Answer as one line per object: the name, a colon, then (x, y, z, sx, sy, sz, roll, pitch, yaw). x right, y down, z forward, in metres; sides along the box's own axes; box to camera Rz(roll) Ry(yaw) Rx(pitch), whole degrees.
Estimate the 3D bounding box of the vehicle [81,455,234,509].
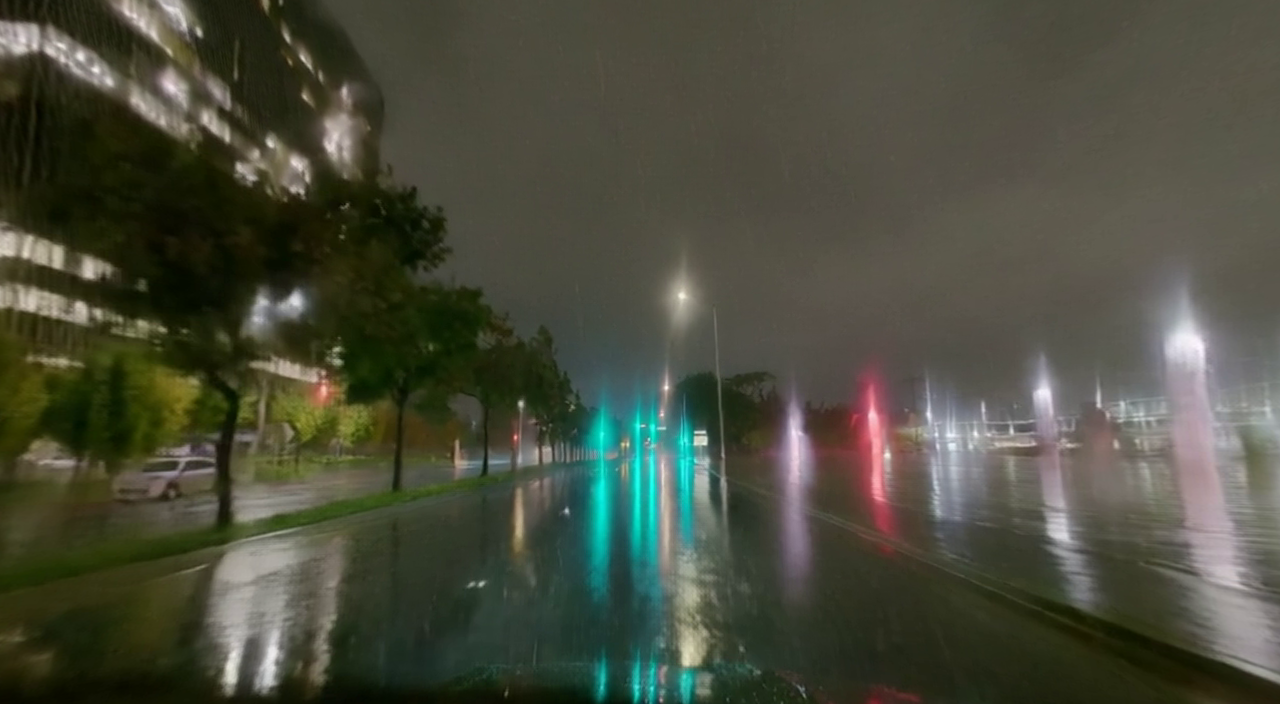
vehicle: (-16.731, 4.493, 22.219, 1.807, 1.570, 4.557, -1, -9, 0)
